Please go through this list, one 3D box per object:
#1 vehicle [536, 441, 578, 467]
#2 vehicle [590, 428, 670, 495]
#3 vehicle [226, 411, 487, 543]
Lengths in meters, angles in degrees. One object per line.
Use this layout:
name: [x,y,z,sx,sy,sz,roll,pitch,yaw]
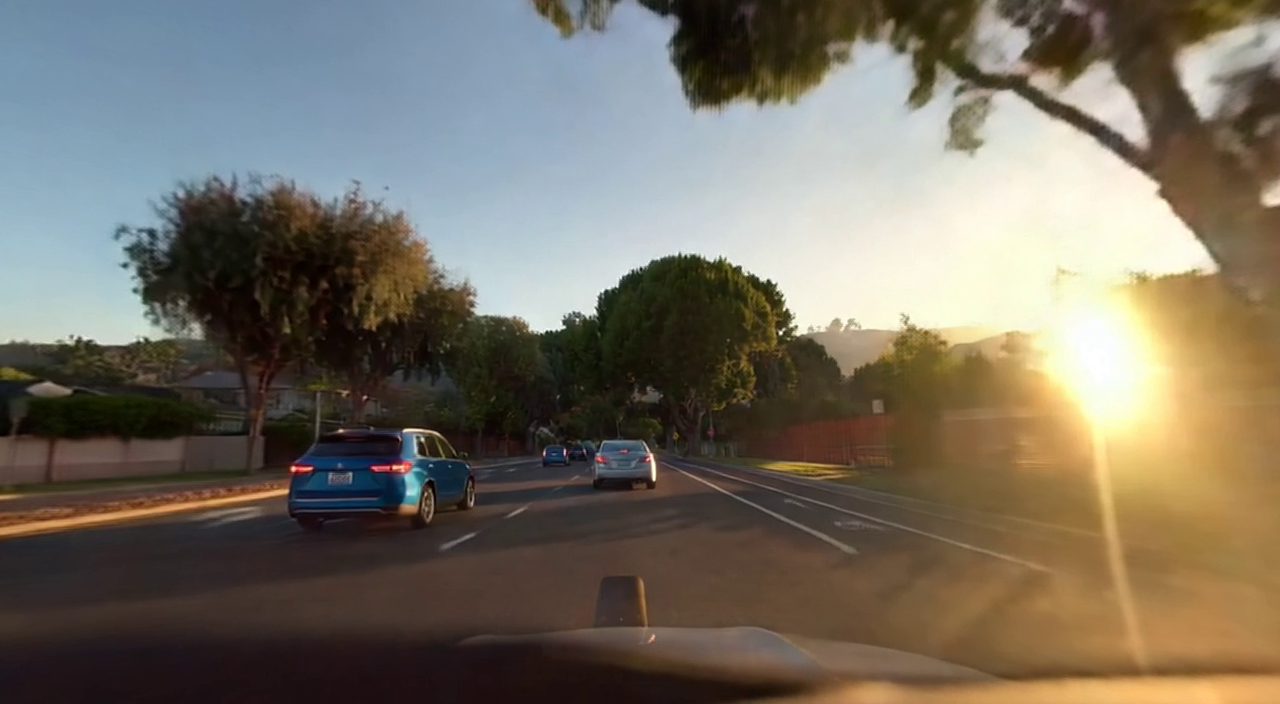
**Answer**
vehicle: [-4.968,6.168,38.509,2.014,1.493,4.658,0,-8,-1]
vehicle: [-0.321,3.232,19.001,2.131,1.761,4.242,0,-8,-1]
vehicle: [-4.285,1.975,10.644,2.243,1.722,4.621,0,-8,0]
